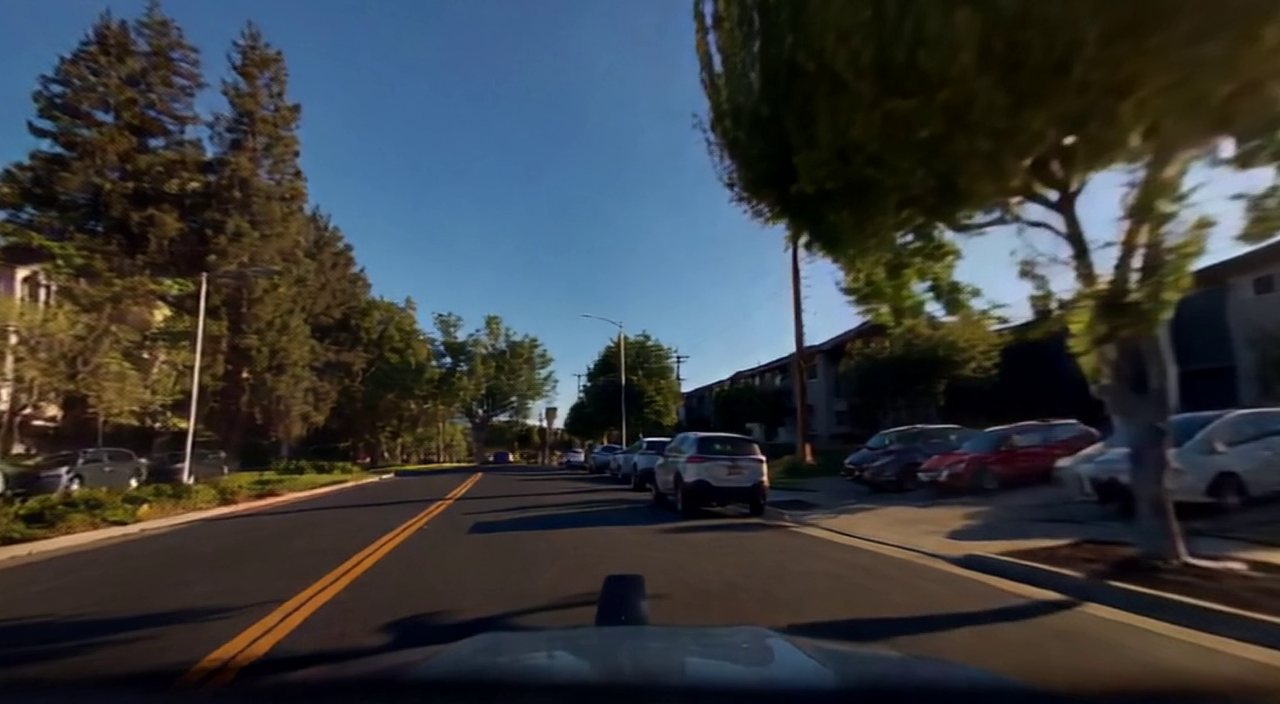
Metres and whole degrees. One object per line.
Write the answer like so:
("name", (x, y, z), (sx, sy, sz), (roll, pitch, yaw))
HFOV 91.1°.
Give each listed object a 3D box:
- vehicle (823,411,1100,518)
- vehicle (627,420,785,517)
("vehicle", (6.912, 2.425, 14.682), (2.282, 1.893, 6.027), (0, -7, -13))
("vehicle", (1.334, 2.829, 15.937), (2.292, 1.974, 5.853), (1, -9, -12))
